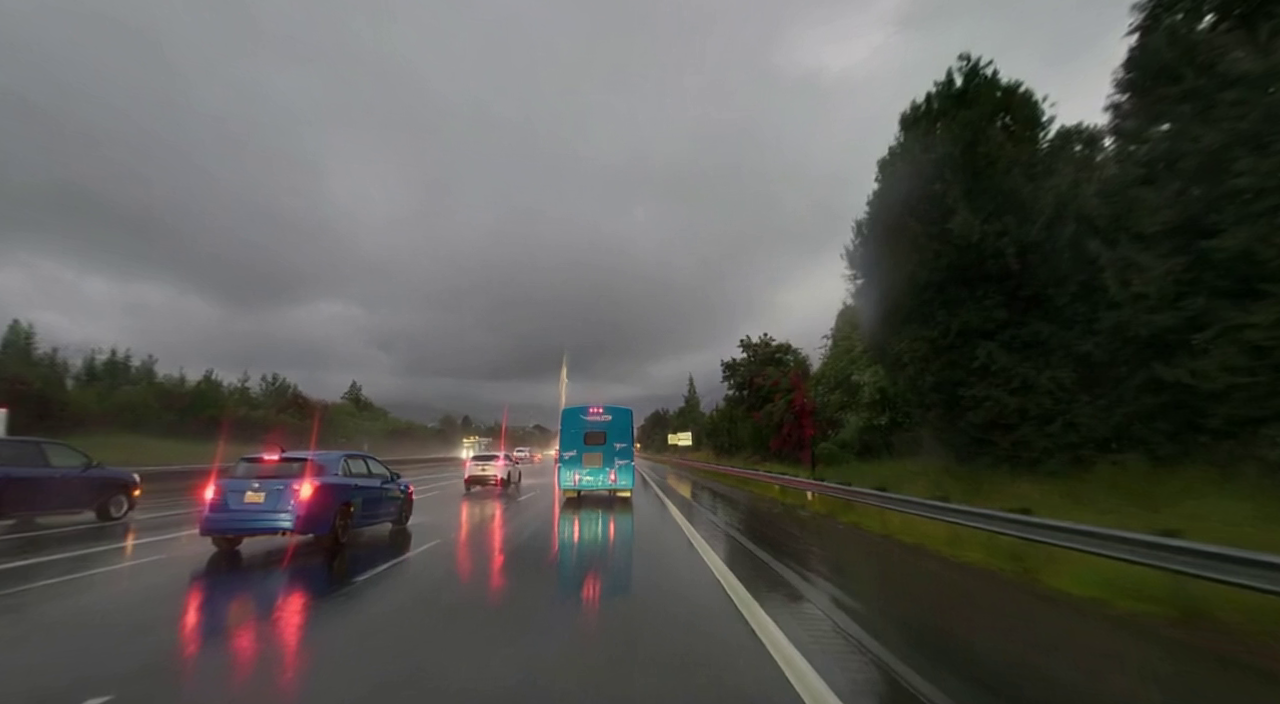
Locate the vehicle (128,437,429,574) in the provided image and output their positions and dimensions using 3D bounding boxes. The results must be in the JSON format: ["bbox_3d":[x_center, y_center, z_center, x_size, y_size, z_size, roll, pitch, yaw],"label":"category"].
[{"bbox_3d":[-4.588,1.974,8.869,1.876,1.438,4.072,0,-9,-1],"label":"vehicle"}]

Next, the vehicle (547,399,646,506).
[{"bbox_3d":[-1.149,2.827,17.909,2.394,2.556,5.232,0,-9,-2],"label":"vehicle"}]

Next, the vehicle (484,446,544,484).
[{"bbox_3d":[-5.244,4.741,26.656,1.872,1.480,3.545,0,-9,-1],"label":"vehicle"}]

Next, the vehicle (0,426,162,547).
[{"bbox_3d":[-9.666,1.938,9.204,2.010,1.621,4.252,0,-9,-1],"label":"vehicle"}]

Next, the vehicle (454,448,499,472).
[{"bbox_3d":[-10.478,6.921,40.487,1.886,1.462,4.084,0,-9,-1],"label":"vehicle"}]
